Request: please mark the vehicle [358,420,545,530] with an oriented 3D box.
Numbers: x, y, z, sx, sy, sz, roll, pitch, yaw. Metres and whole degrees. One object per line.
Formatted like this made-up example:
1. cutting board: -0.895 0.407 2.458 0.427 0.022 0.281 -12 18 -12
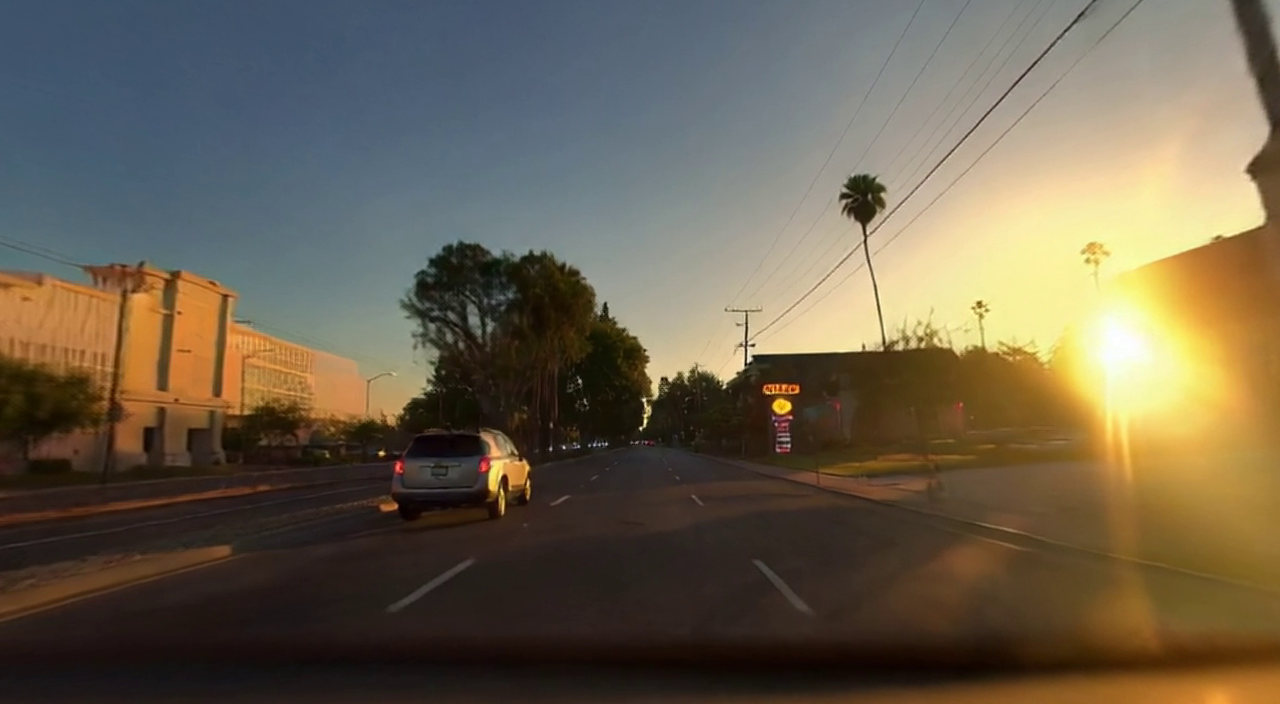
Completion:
1. vehicle: -3.295 2.245 12.183 2.062 1.693 4.669 0 -8 1
